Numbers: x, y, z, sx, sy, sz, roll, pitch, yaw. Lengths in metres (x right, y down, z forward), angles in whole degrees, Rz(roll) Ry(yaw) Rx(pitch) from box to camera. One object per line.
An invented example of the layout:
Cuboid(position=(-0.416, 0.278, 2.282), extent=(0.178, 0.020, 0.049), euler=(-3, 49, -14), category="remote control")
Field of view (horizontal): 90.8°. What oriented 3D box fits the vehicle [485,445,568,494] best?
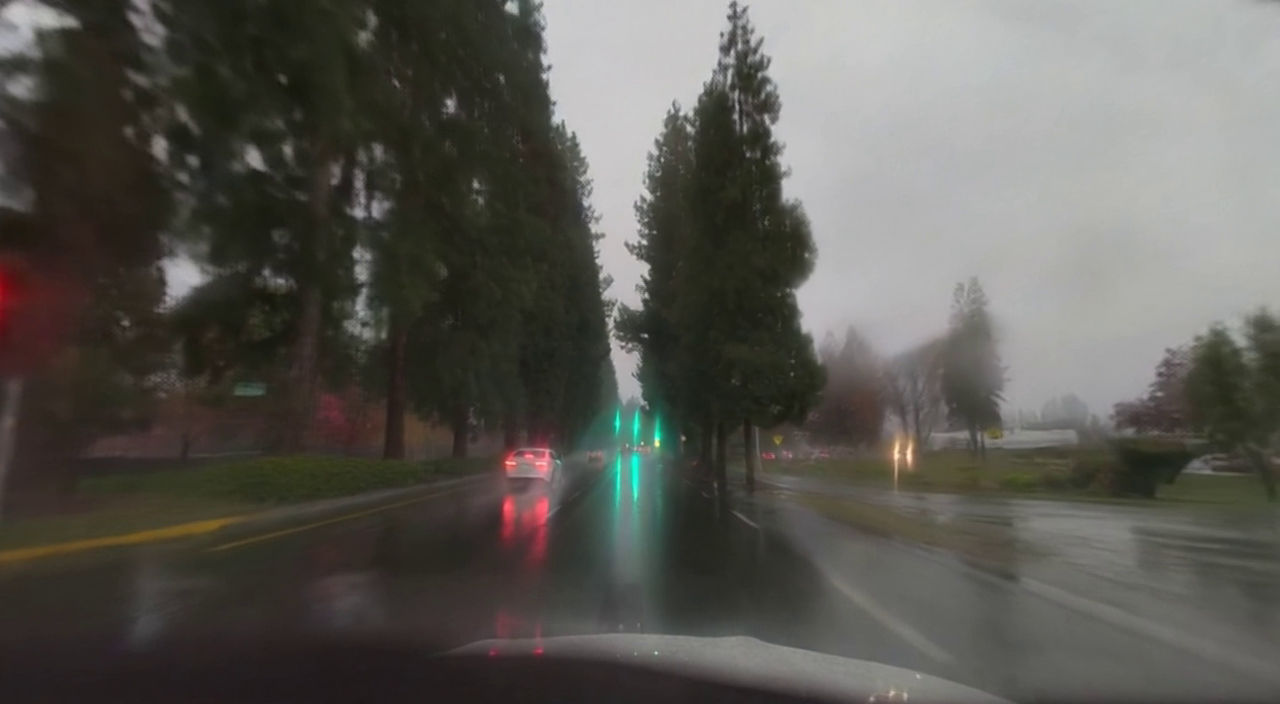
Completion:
Cuboid(position=(-3.709, 3.913, 21.429), extent=(1.968, 1.459, 4.433), euler=(0, -8, 0), category="vehicle")
